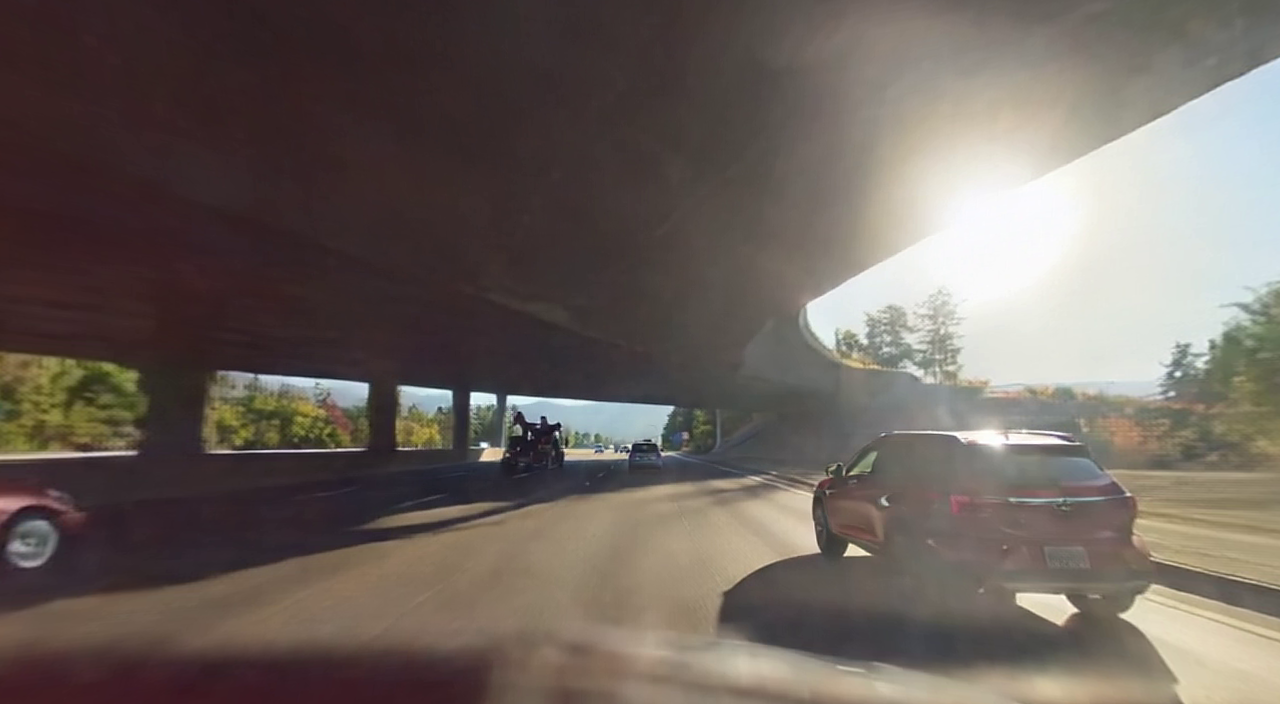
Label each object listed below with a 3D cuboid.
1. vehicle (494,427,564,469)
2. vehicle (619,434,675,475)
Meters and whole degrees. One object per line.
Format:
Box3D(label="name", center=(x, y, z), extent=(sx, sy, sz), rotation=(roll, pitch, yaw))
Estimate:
Box3D(label="vehicle", center=(-6.500, 5.779, 38.102), extent=(2.827, 2.236, 7.057), rotation=(0, -8, 1))
Box3D(label="vehicle", center=(0.313, 4.630, 28.697), extent=(2.336, 1.722, 4.212), rotation=(0, -8, 1))
